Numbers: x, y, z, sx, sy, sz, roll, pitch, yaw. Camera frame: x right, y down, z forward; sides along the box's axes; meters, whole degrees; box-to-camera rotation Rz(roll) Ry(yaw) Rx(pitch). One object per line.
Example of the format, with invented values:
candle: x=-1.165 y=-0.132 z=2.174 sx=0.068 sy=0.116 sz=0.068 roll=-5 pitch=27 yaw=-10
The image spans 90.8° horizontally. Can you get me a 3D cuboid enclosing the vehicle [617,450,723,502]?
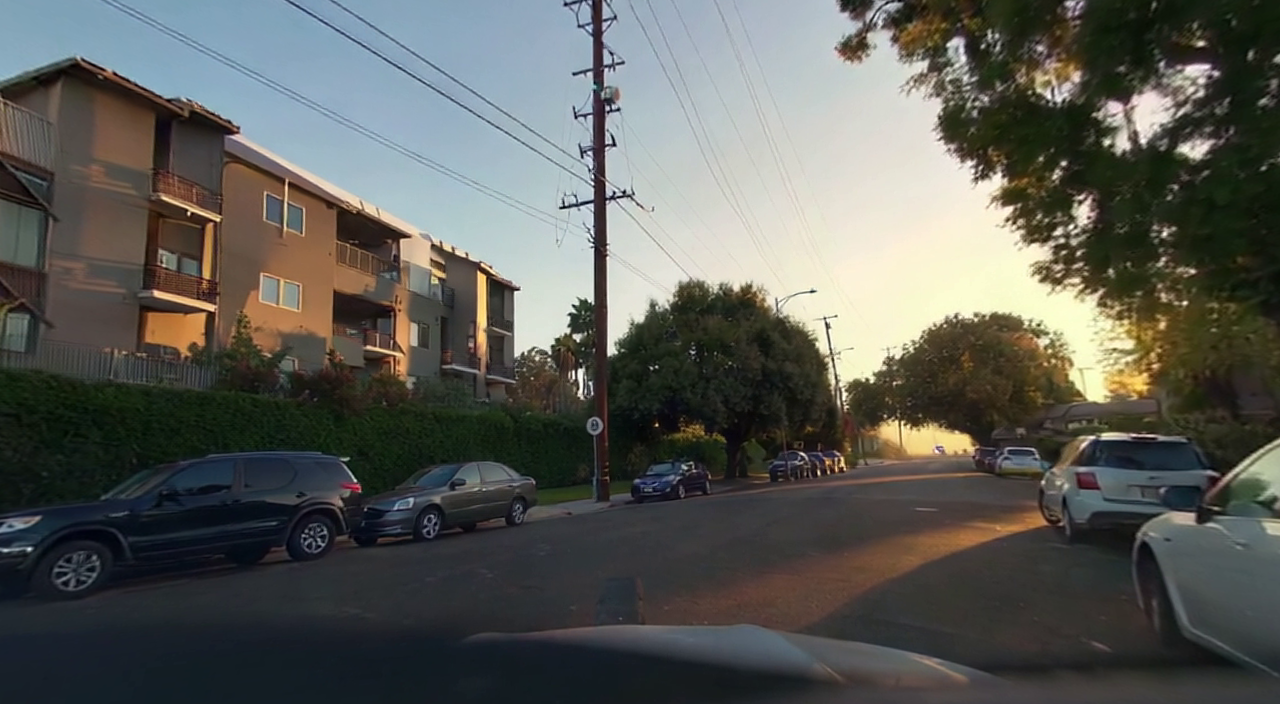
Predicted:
vehicle: x=1.246 y=4.635 z=23.931 sx=2.017 sy=1.582 sz=4.664 roll=-12 pitch=-13 yaw=27

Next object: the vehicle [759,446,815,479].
vehicle: x=8.758 y=6.470 z=37.316 sx=2.011 sy=1.801 sz=4.676 roll=-5 pitch=-10 yaw=28

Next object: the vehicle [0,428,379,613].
vehicle: x=-6.440 y=2.220 z=8.845 sx=1.973 sy=1.848 sz=5.100 roll=-12 pitch=-14 yaw=24

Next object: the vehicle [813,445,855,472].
vehicle: x=14.920 y=8.215 z=48.342 sx=1.953 sy=1.699 sz=4.234 roll=-10 pitch=-16 yaw=29

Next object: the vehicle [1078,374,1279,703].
vehicle: x=3.686 y=1.035 z=3.053 sx=2.030 sy=1.535 sz=4.683 roll=-5 pitch=-10 yaw=29

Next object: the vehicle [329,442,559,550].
vehicle: x=-3.911 y=2.991 z=13.483 sx=2.068 sy=1.745 sz=4.579 roll=-11 pitch=-14 yaw=24
